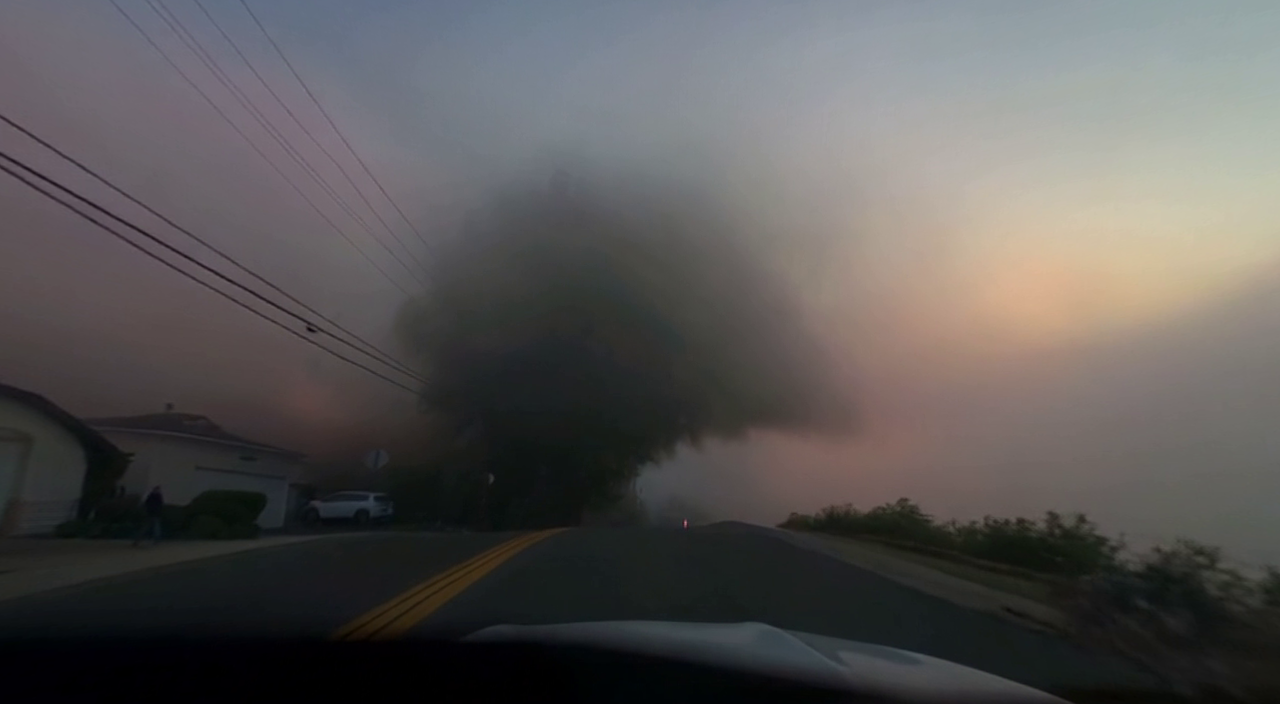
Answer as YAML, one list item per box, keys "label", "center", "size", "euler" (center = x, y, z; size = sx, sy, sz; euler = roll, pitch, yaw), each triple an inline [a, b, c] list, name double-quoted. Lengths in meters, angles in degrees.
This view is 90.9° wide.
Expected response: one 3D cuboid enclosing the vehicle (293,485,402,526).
- label: "vehicle"
  center: [-16.638, 8.773, 36.430]
  size: [2.301, 2.081, 6.706]
  euler: [-3, -12, 8]
